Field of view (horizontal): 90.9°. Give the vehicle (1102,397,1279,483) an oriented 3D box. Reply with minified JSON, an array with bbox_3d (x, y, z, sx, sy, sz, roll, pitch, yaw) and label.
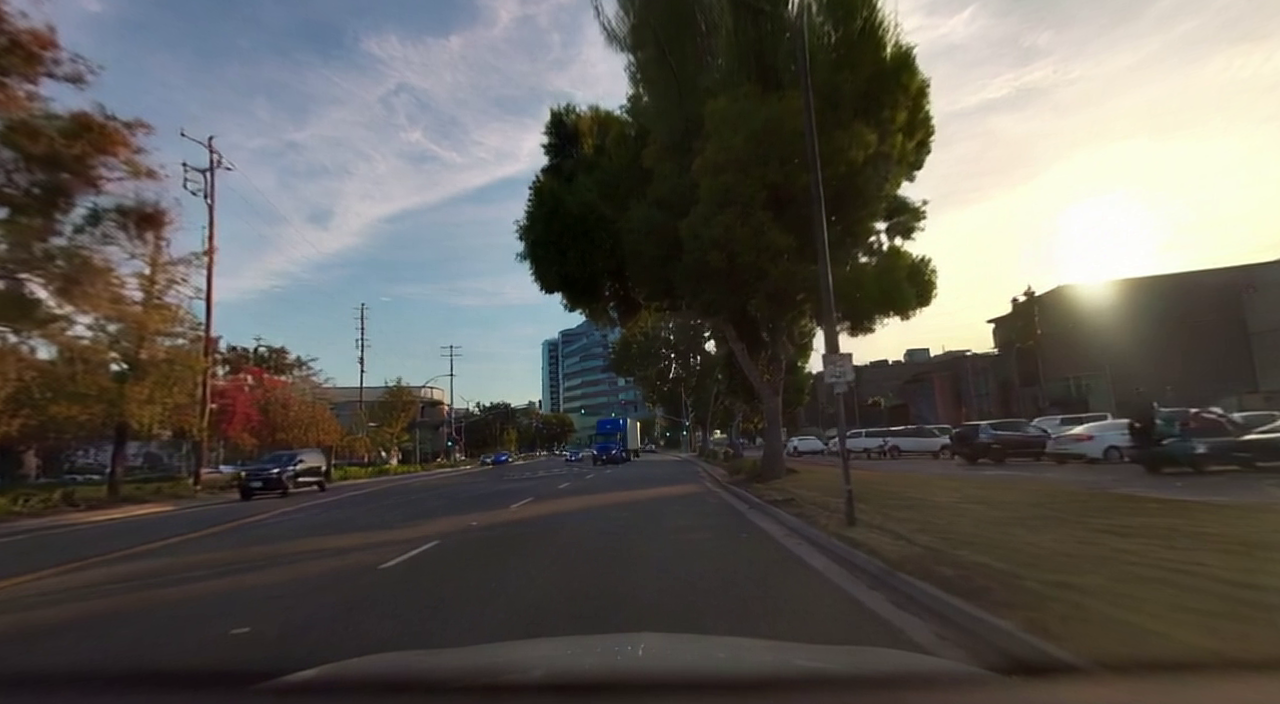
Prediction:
[{"bbox_3d":[13.680,2.056,14.833,4.244,1.848,1.890,1,-7,-7],"label":"vehicle"}]

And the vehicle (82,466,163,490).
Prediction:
[{"bbox_3d":[-39.379,9.603,48.030,4.477,1.658,1.861,0,-9,-1],"label":"vehicle"}]

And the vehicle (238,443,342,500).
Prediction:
[{"bbox_3d":[-16.406,5.555,29.885,2.380,2.179,5.187,-5,-8,-5],"label":"vehicle"}]

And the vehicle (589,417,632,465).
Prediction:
[{"bbox_3d":[-2.332,6.885,48.444,2.904,3.201,11.269,0,-9,-3],"label":"vehicle"}]
